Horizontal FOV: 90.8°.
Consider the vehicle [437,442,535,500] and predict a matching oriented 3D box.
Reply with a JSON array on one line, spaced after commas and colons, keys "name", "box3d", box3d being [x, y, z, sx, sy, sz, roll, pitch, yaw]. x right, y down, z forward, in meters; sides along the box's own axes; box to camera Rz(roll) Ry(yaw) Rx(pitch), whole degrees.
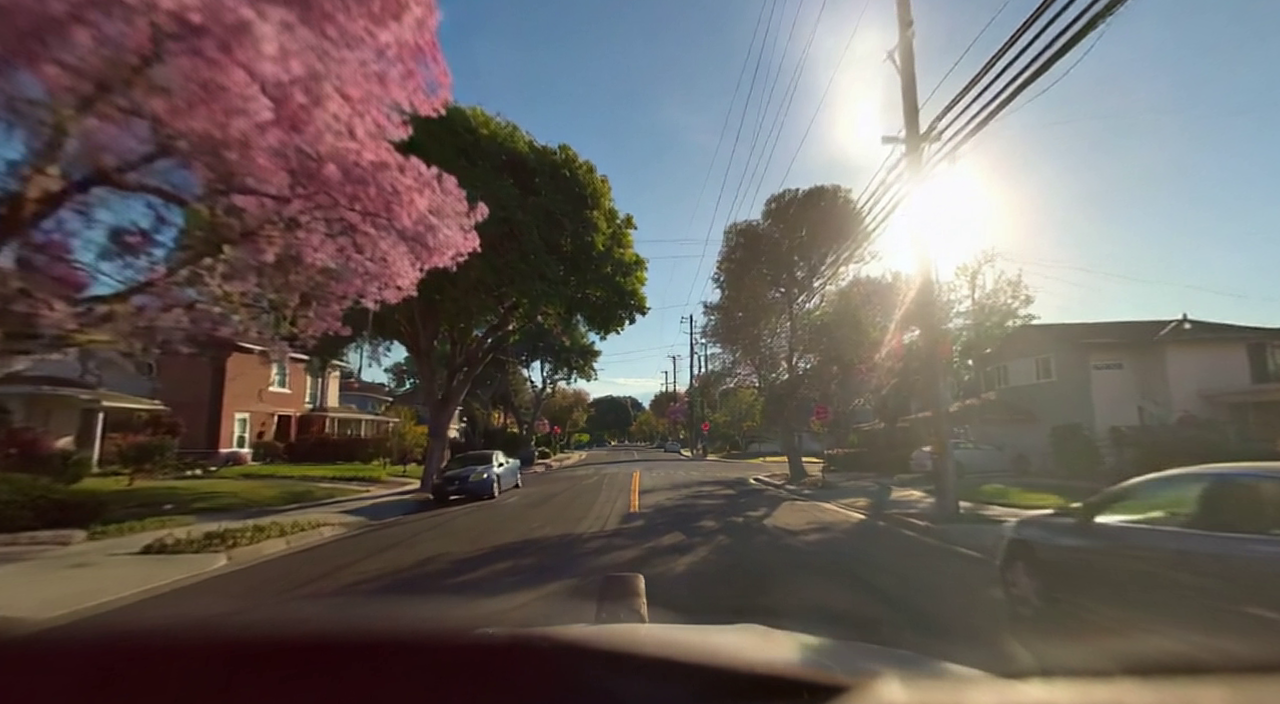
[{"name": "vehicle", "box3d": [-4.684, 3.650, 19.910, 1.938, 1.508, 4.481, 0, -7, 0]}]

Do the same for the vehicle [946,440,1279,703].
[{"name": "vehicle", "box3d": [4.184, 1.259, 3.708, 2.074, 1.466, 5.046, 0, -8, -3]}]

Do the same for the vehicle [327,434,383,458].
[{"name": "vehicle", "box3d": [-18.991, 6.254, 41.994, 1.870, 1.492, 4.472, 8, -12, -44]}]

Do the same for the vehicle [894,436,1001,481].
[{"name": "vehicle", "box3d": [11.840, 4.107, 24.745, 1.881, 1.574, 4.670, 0, -8, 1]}]
